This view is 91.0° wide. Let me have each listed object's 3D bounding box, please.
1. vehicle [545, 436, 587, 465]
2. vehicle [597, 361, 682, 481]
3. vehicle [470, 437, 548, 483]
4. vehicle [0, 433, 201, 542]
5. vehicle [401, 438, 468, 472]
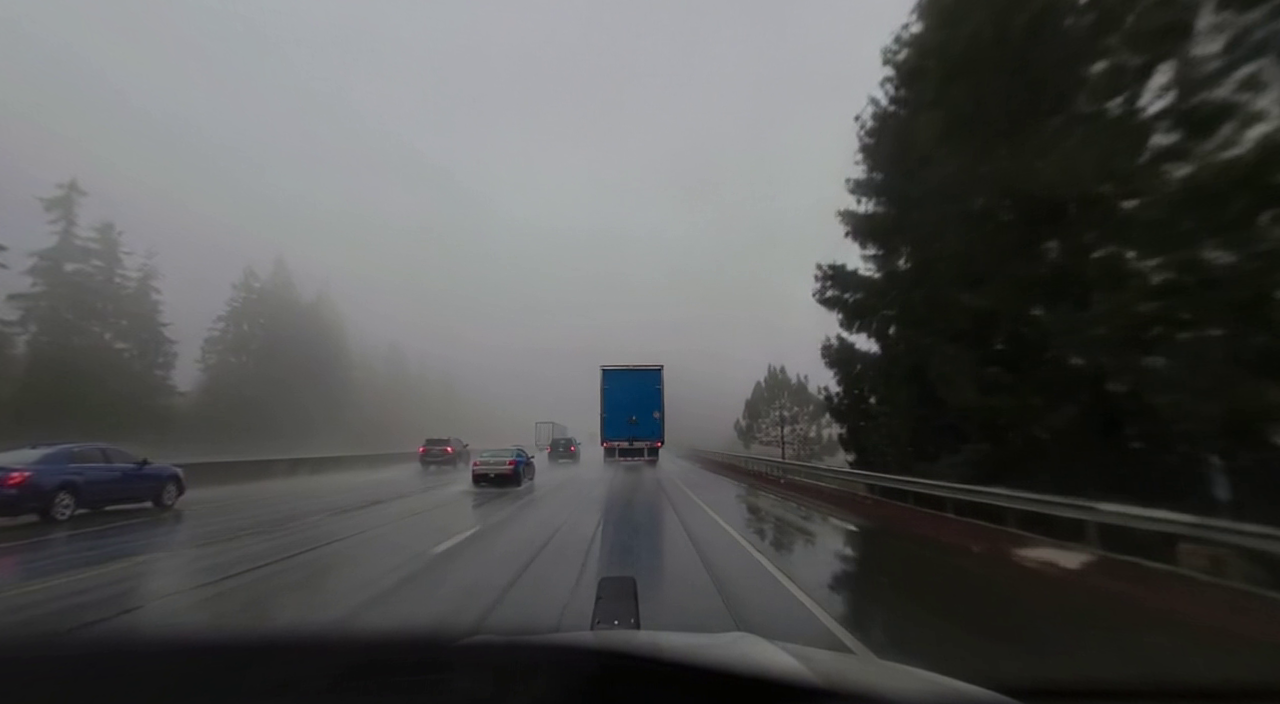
[{"bbox_3d":[-4.603,6.168,39.609,2.158,1.680,4.087,0,-8,0],"label":"vehicle"},{"bbox_3d":[-0.205,3.106,27.002,2.913,4.113,10.724,0,-8,-2],"label":"vehicle"},{"bbox_3d":[-4.870,4.068,24.014,2.164,1.582,3.979,0,-8,0],"label":"vehicle"},{"bbox_3d":[-10.042,2.183,10.712,1.899,1.517,4.554,0,-8,-1],"label":"vehicle"},{"bbox_3d":[-10.283,5.168,31.756,1.952,1.590,4.090,0,-8,1],"label":"vehicle"}]
